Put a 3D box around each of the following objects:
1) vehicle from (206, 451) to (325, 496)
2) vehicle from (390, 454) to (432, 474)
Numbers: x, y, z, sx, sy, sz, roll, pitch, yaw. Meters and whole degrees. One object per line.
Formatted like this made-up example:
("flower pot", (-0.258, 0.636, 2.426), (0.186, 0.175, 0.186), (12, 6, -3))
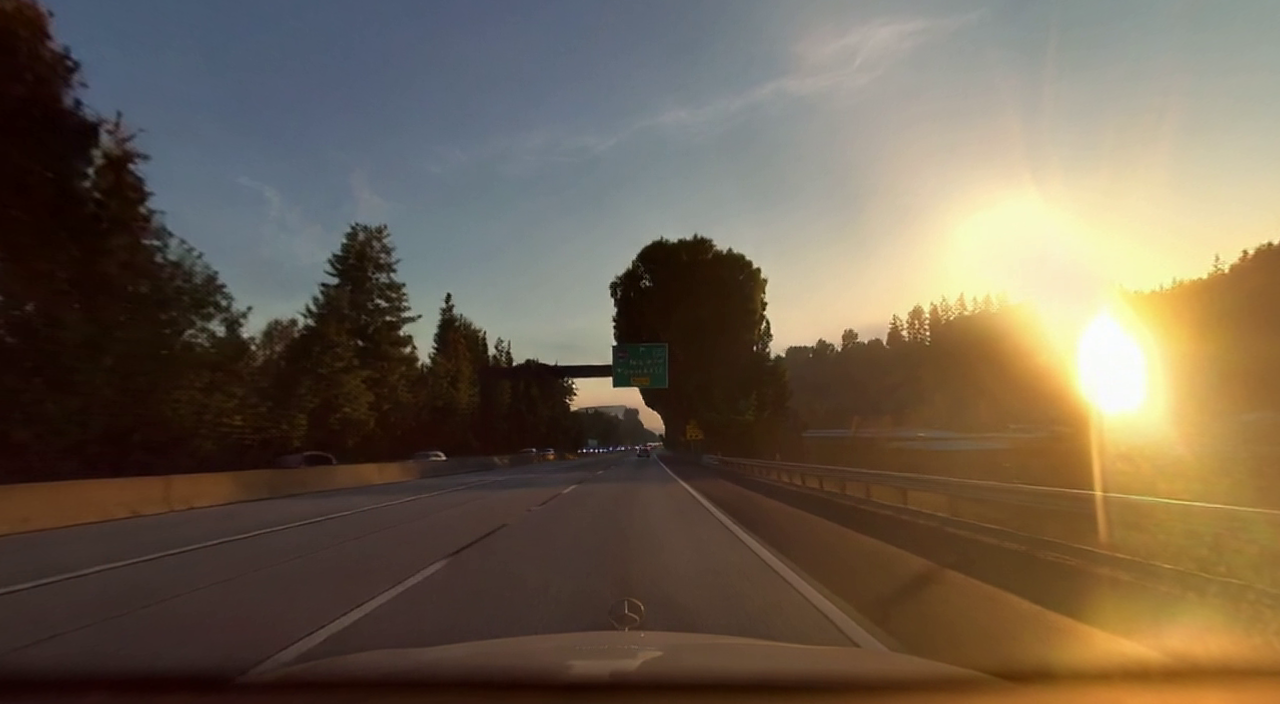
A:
("vehicle", (-13.181, 4.270, 22.498), (1.914, 1.460, 3.730), (0, -9, 0))
("vehicle", (-17.084, 8.366, 47.200), (1.768, 1.425, 3.536), (0, -9, 1))
